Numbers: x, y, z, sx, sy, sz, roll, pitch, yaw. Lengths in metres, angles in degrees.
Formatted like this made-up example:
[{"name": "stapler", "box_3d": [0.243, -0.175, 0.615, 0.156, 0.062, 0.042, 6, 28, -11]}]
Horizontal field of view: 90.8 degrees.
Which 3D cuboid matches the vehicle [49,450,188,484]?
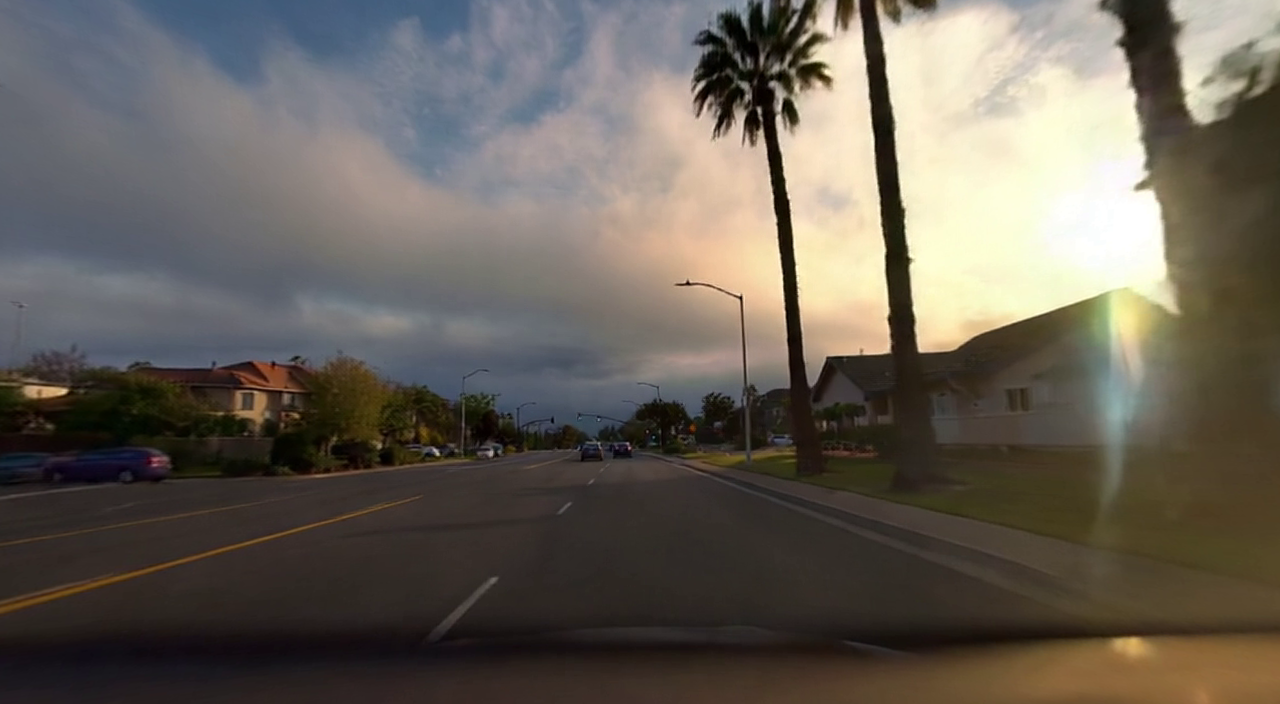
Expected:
[{"name": "vehicle", "box_3d": [-23.716, 5.215, 28.856, 4.567, 1.447, 1.892, 0, -9, -1]}]
